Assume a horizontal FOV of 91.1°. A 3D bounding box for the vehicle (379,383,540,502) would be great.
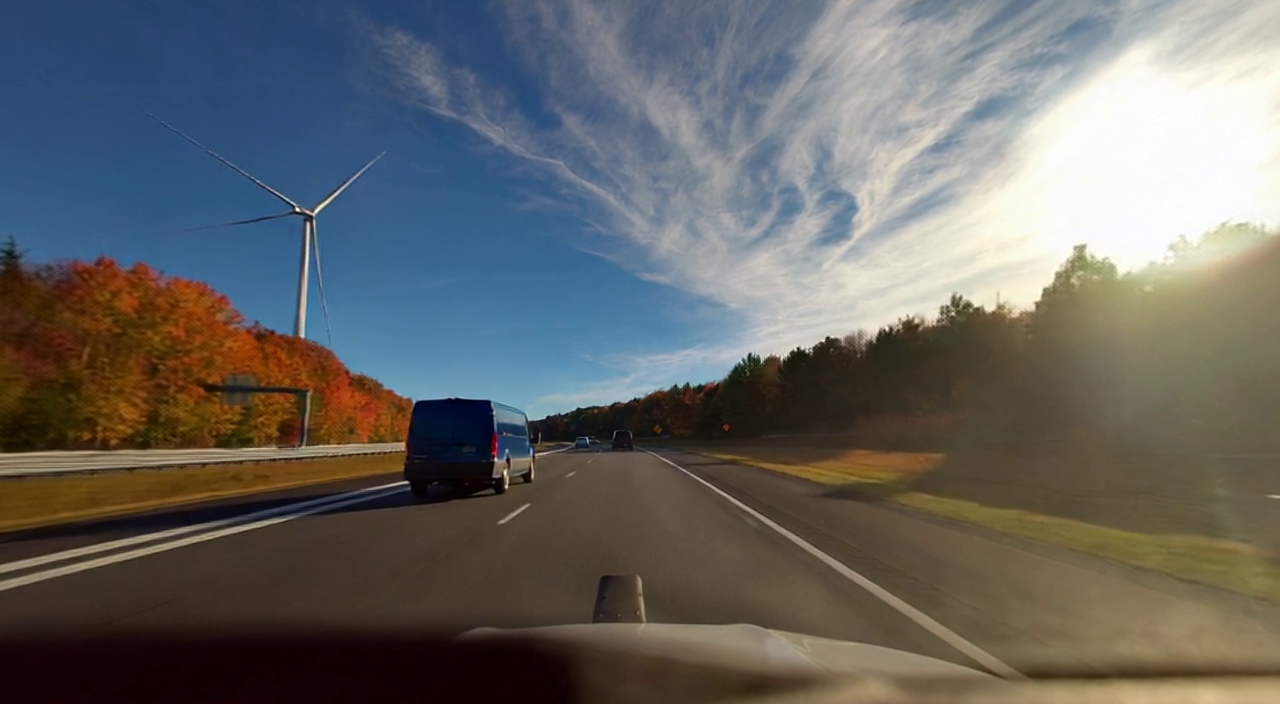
[{"bbox_3d":[-3.939,2.110,14.931,2.303,2.323,5.089,0,-8,0],"label":"vehicle"}]
